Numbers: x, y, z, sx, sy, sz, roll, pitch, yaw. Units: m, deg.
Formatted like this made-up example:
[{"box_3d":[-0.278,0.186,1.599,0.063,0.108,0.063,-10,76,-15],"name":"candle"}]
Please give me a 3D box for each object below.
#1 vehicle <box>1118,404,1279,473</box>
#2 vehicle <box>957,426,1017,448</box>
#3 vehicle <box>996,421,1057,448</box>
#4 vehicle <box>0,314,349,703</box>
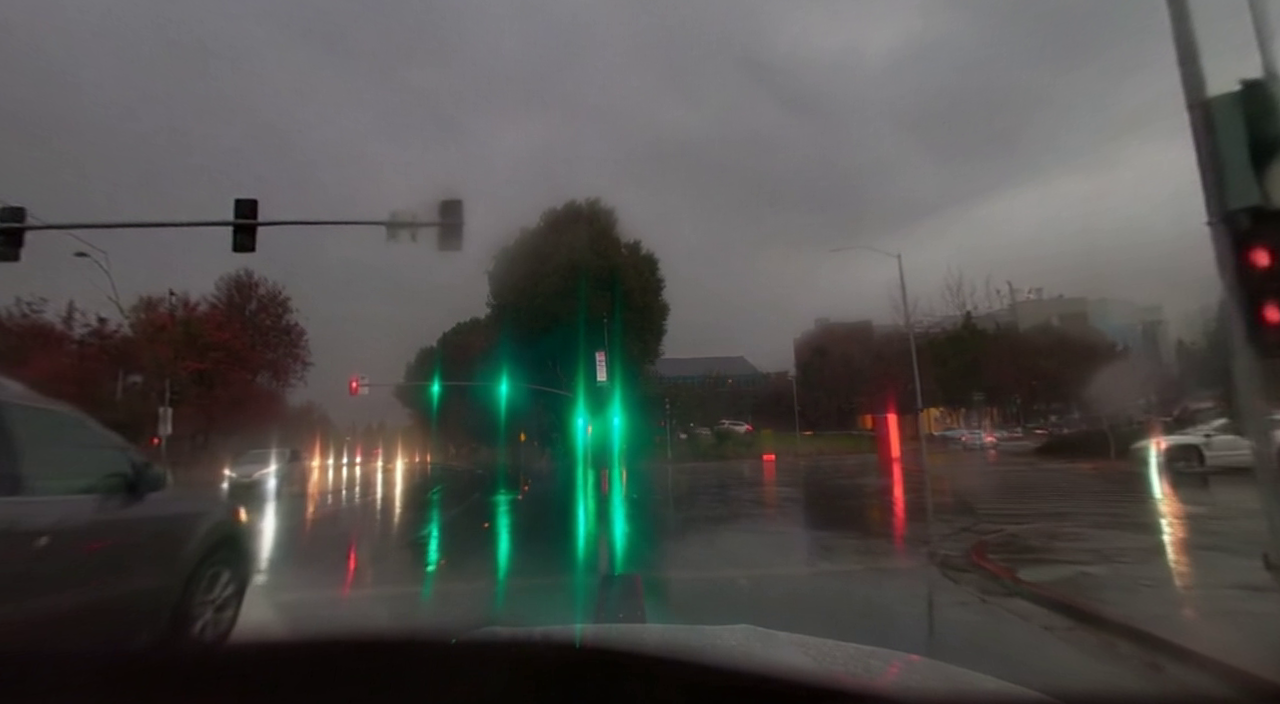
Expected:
[{"box_3d":[16.968,2.481,17.957,4.857,1.803,2.147,-4,-10,24],"name":"vehicle"},{"box_3d":[25.813,6.329,46.984,3.966,1.585,1.921,4,-10,-26],"name":"vehicle"},{"box_3d":[30.161,6.440,49.284,4.075,1.687,1.978,-1,-9,-28],"name":"vehicle"},{"box_3d":[-3.574,0.813,2.806,2.134,1.799,5.082,0,-9,0],"name":"vehicle"}]
